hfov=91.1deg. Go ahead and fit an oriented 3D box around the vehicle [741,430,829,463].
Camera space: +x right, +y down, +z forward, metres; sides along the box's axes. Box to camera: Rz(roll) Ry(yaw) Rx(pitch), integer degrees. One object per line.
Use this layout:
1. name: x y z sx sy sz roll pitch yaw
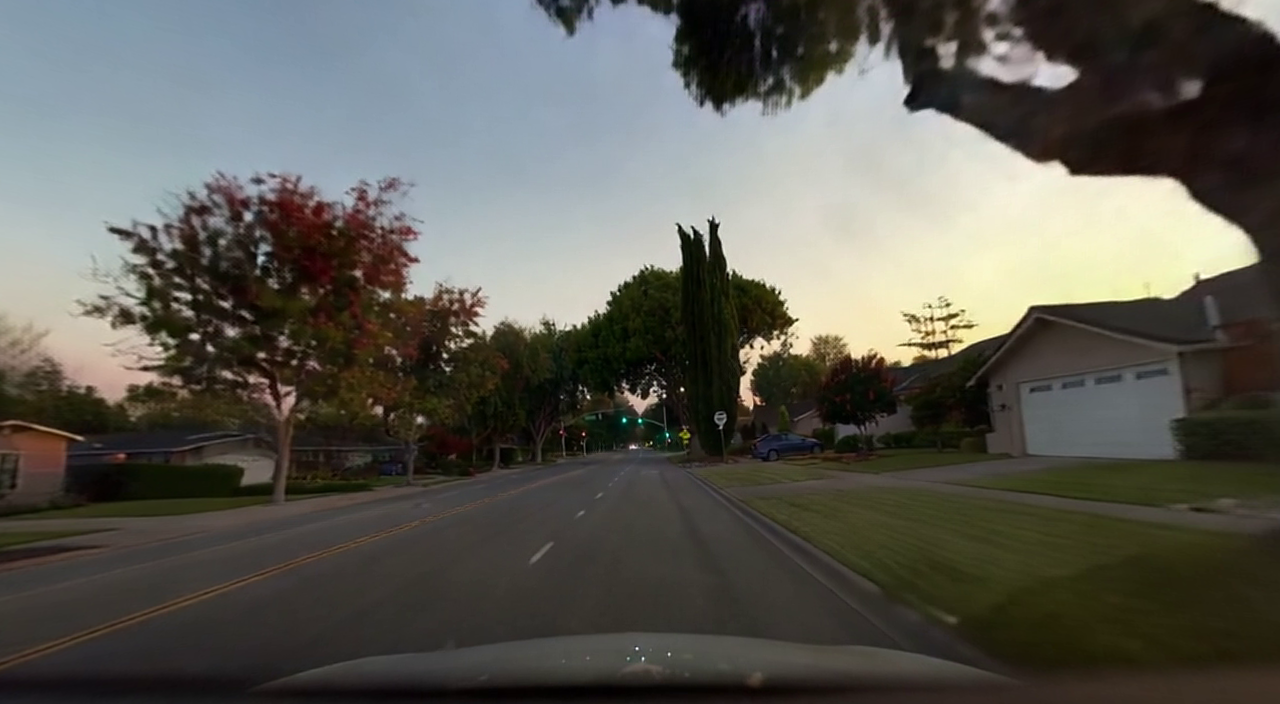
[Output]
1. vehicle: 8.466 5.523 36.766 4.636 1.823 1.997 3 -9 -18
